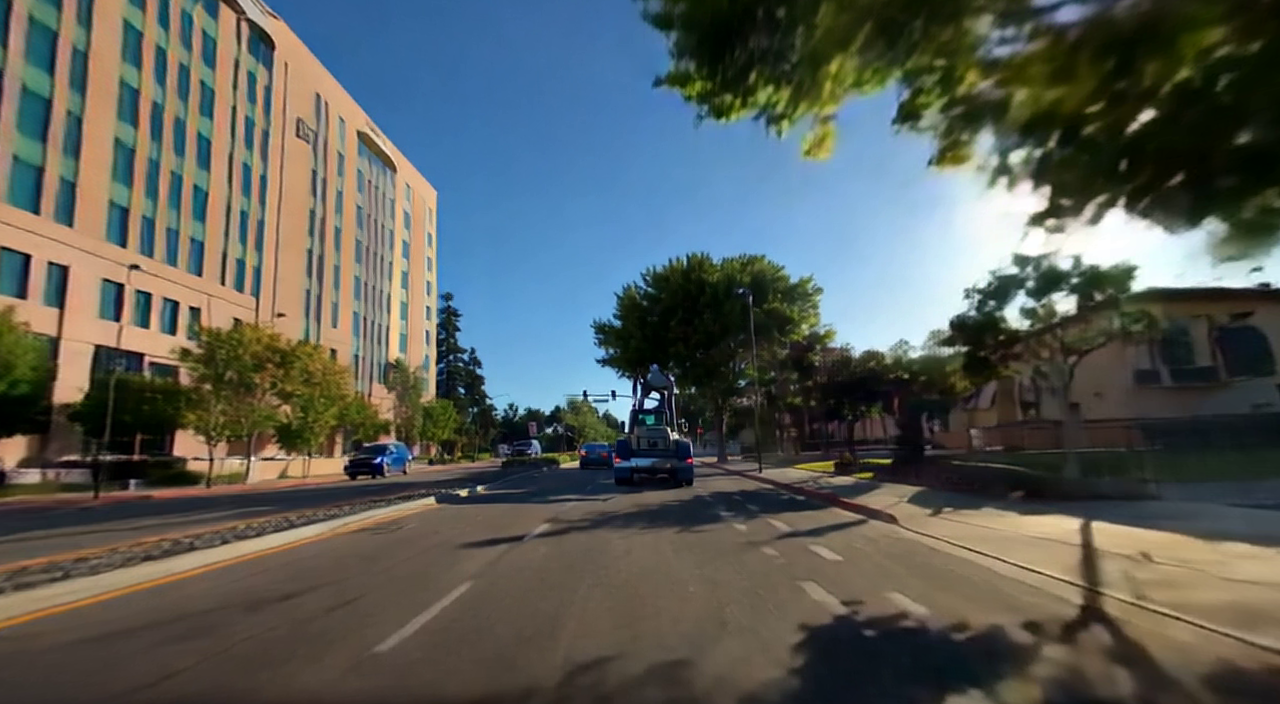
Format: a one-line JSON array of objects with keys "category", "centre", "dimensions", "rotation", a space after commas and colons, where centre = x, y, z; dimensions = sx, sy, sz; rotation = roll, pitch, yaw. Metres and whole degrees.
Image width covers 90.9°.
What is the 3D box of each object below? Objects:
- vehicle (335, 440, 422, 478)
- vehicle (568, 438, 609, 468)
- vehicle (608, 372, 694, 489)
[{"category": "vehicle", "centre": [-14.756, 6.065, 36.136], "dimensions": [2.225, 1.946, 6.187], "rotation": [0, -9, 1]}, {"category": "vehicle", "centre": [-3.048, 6.088, 38.192], "dimensions": [2.081, 1.688, 4.235], "rotation": [0, -9, 1]}, {"category": "vehicle", "centre": [0.268, 3.165, 24.493], "dimensions": [2.552, 3.461, 11.044], "rotation": [-1, -8, -1]}]
